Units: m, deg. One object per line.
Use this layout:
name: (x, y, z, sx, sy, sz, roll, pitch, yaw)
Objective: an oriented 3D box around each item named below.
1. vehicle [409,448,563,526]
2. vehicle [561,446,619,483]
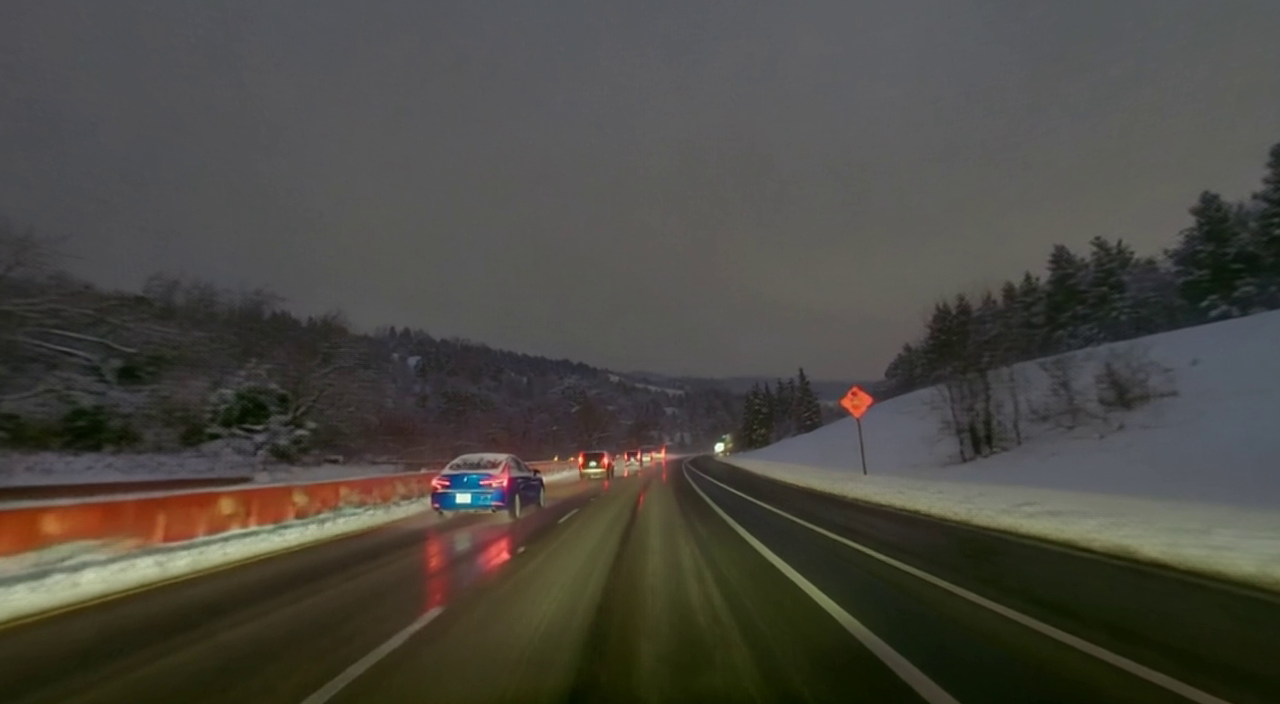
vehicle: (-2.913, 2.655, 12.931, 2.061, 1.330, 3.928, 0, -9, 2)
vehicle: (-2.108, 4.924, 27.694, 2.094, 1.480, 4.124, 0, -9, 2)
